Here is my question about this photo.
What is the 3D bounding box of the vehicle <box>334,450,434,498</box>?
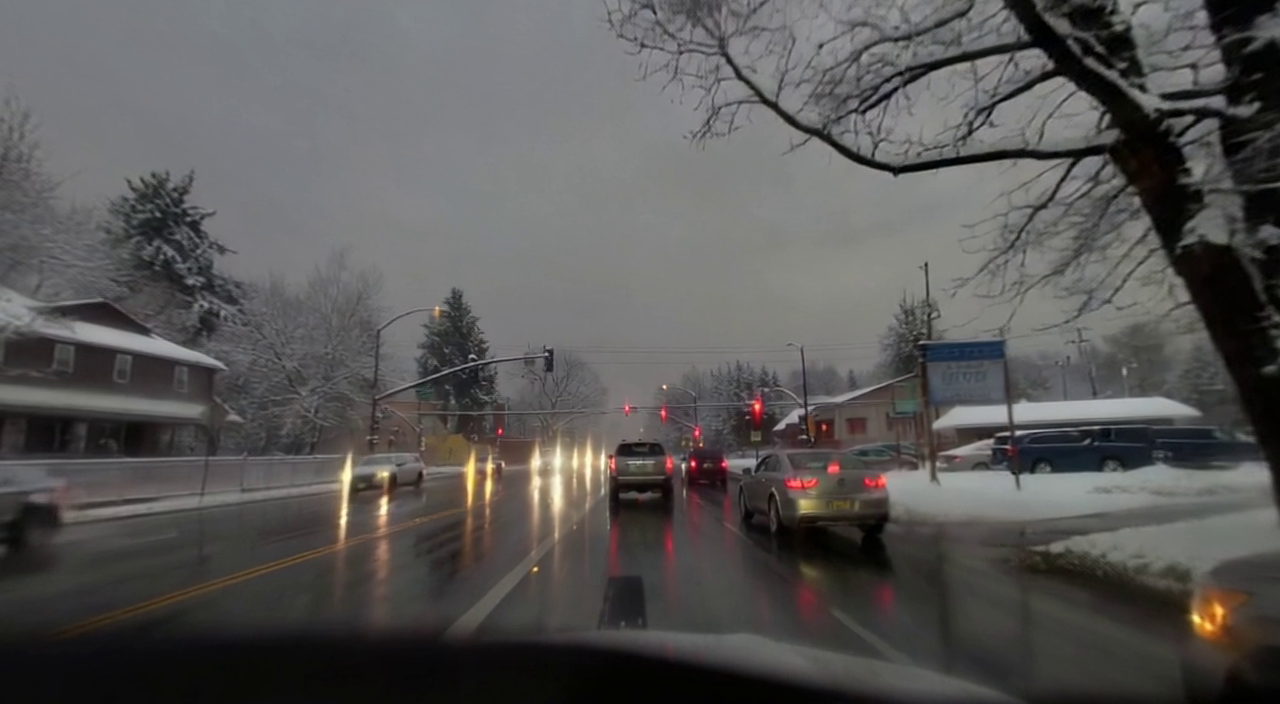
[{"bbox_3d":[-10.394,4.944,25.968,2.161,1.764,4.725,0,-9,-1],"label":"vehicle"}]

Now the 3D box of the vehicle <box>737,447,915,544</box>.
[{"bbox_3d":[3.244,2.565,12.018,1.900,1.478,4.425,0,-9,-2],"label":"vehicle"}]

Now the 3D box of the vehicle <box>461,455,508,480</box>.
[{"bbox_3d":[-10.138,7.546,41.226,1.962,1.458,4.505,0,-9,0],"label":"vehicle"}]

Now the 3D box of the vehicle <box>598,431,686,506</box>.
[{"bbox_3d":[0.032,3.370,18.583,2.296,1.947,4.168,0,-9,-1],"label":"vehicle"}]

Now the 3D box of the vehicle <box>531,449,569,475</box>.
[{"bbox_3d":[-6.494,7.969,45.732,2.092,1.802,4.270,0,-9,1],"label":"vehicle"}]

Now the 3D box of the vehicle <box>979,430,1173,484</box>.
[{"bbox_3d":[13.695,3.301,19.927,4.648,1.583,2.018,0,-9,-2],"label":"vehicle"}]

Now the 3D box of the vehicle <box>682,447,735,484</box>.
[{"bbox_3d":[3.382,5.692,31.840,2.138,1.729,4.178,0,-9,-1],"label":"vehicle"}]

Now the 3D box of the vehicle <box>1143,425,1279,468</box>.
[{"bbox_3d":[26.776,4.394,29.275,4.704,1.919,2.130,0,-9,-1],"label":"vehicle"}]
